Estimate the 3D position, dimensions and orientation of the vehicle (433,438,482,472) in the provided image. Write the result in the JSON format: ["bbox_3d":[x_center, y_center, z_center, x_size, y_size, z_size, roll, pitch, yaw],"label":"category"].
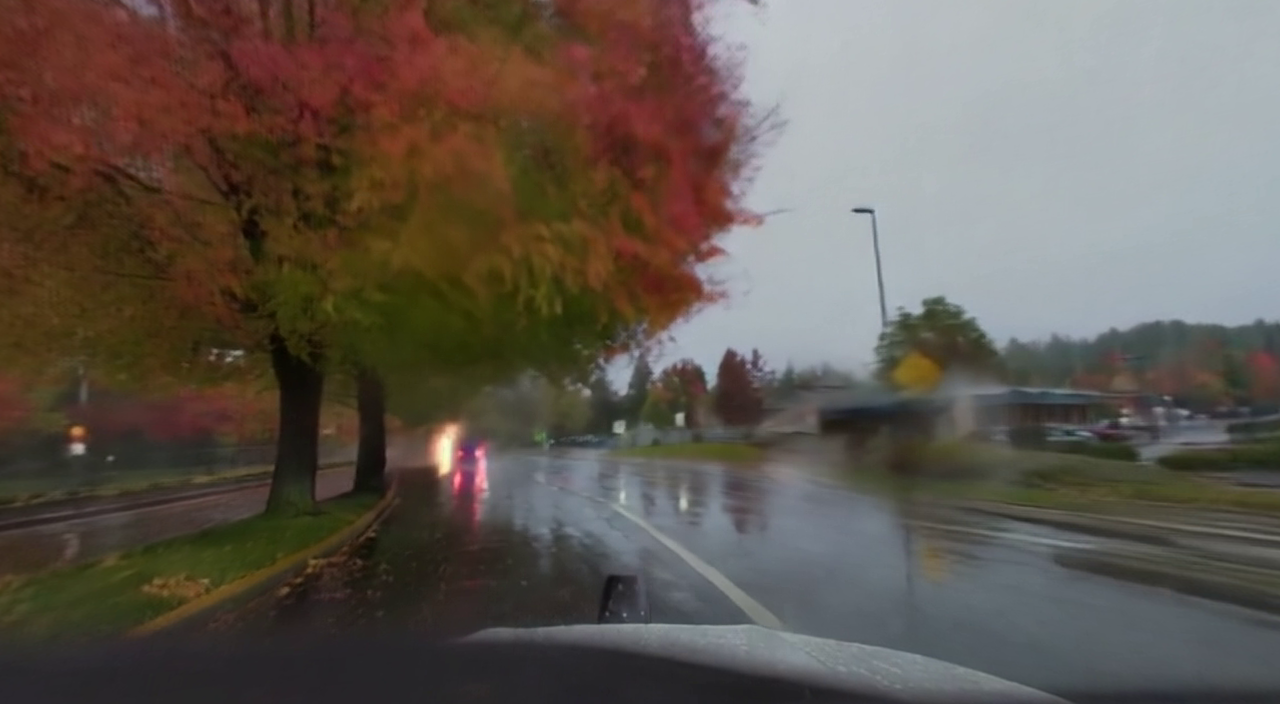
[{"bbox_3d":[-10.577,5.860,36.221,2.146,1.814,5.110,3,-9,-21],"label":"vehicle"}]
